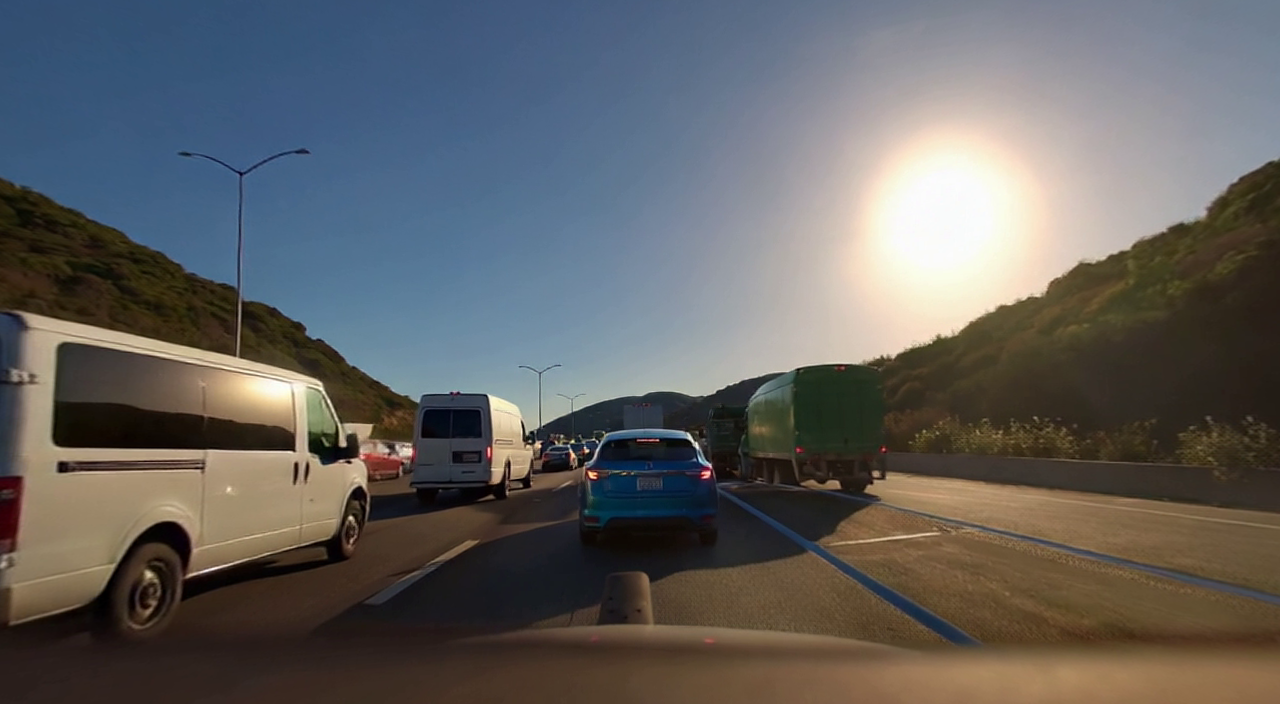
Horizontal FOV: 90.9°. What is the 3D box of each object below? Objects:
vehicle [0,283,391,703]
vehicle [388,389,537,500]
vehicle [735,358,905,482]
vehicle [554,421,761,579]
[{"bbox_3d":[-4.244,1.007,5.079,2.195,2.086,5.445,0,-8,0],"label":"vehicle"},{"bbox_3d":[-4.505,2.520,17.253,2.300,2.522,5.701,-1,-8,1],"label":"vehicle"},{"bbox_3d":[6.485,2.937,25.405,2.977,3.878,11.111,0,-8,-3],"label":"vehicle"},{"bbox_3d":[0.116,1.719,8.124,2.003,1.499,3.930,0,-8,-2],"label":"vehicle"}]
